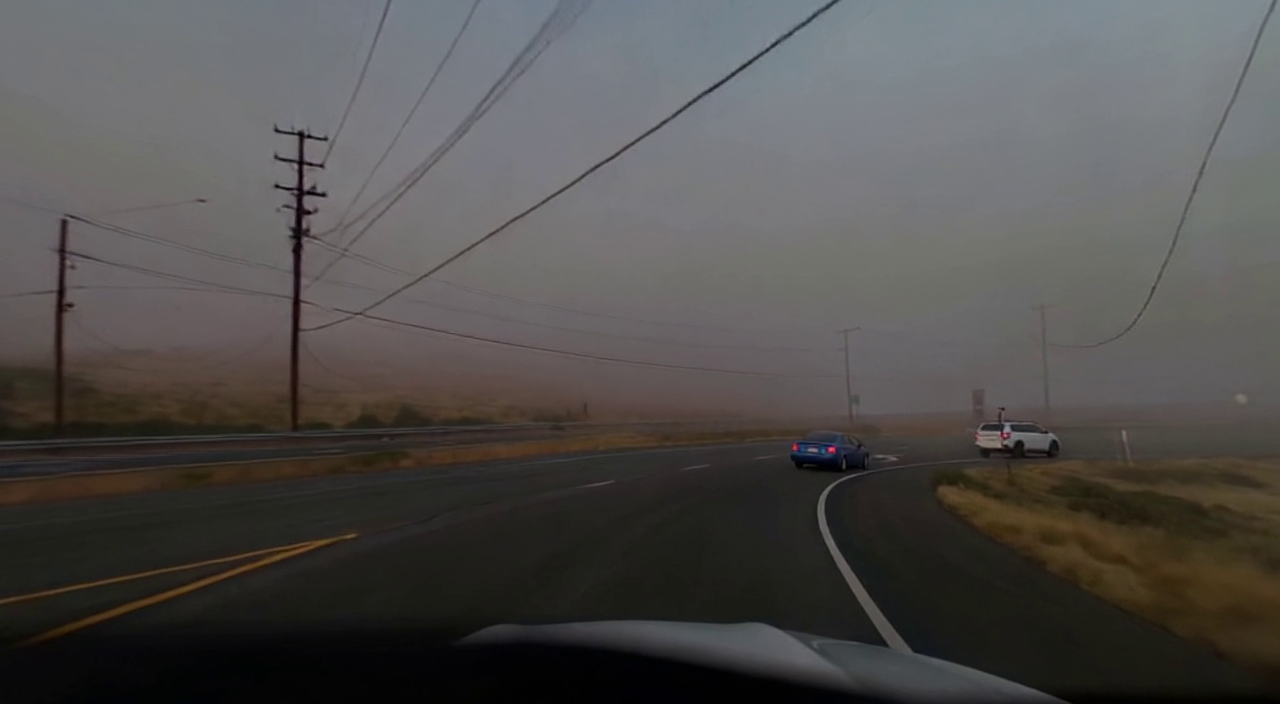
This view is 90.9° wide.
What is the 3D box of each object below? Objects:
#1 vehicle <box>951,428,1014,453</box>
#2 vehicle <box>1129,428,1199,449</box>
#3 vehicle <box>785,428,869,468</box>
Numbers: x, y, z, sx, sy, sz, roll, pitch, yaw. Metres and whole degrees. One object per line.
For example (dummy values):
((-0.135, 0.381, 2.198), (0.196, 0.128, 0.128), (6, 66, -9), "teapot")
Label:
((22.226, 5.709, 40.870), (4.307, 1.465, 1.836), (5, -9, -37), "vehicle")
((40.191, 6.626, 48.370), (4.102, 1.552, 1.931), (1, -8, -14), "vehicle")
((7.396, 3.706, 24.654), (2.026, 1.407, 4.374), (-6, -9, 31), "vehicle")
